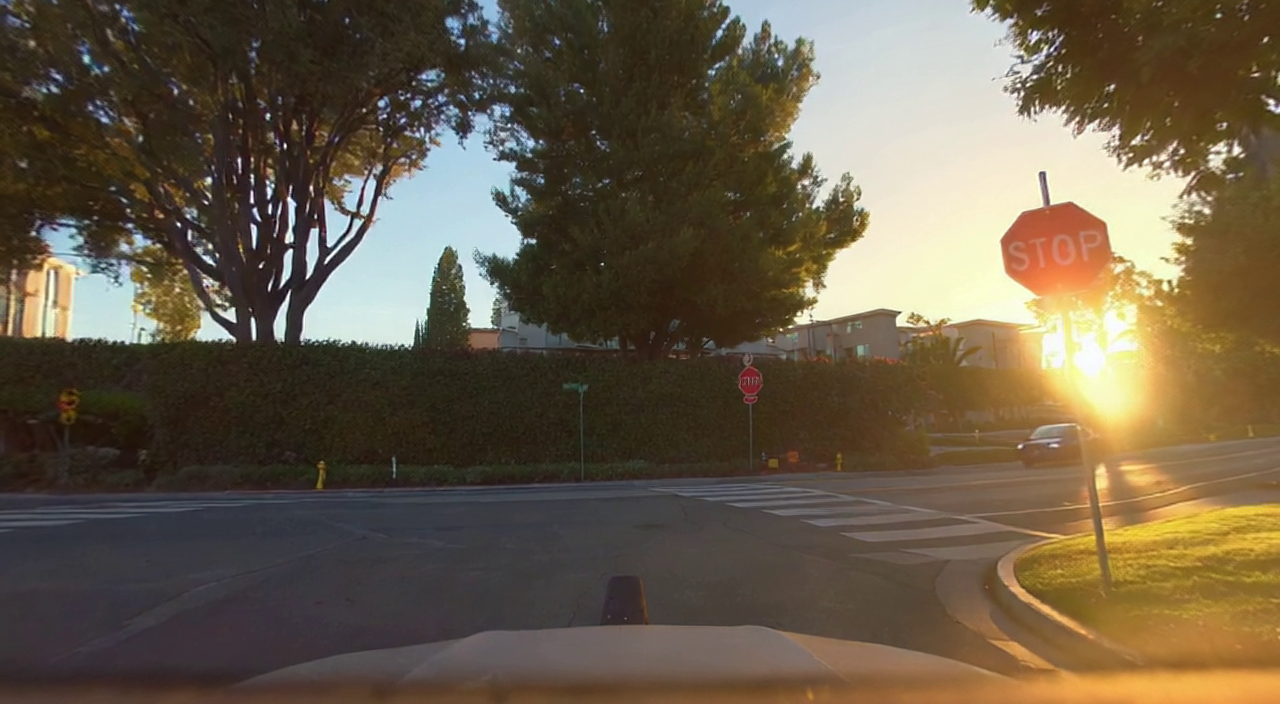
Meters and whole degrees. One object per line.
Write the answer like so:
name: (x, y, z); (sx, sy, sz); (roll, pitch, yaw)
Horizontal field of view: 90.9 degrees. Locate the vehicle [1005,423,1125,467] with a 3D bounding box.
vehicle: (15.731, 3.427, 23.264); (4.473, 1.474, 2.108); (6, -10, -35)
